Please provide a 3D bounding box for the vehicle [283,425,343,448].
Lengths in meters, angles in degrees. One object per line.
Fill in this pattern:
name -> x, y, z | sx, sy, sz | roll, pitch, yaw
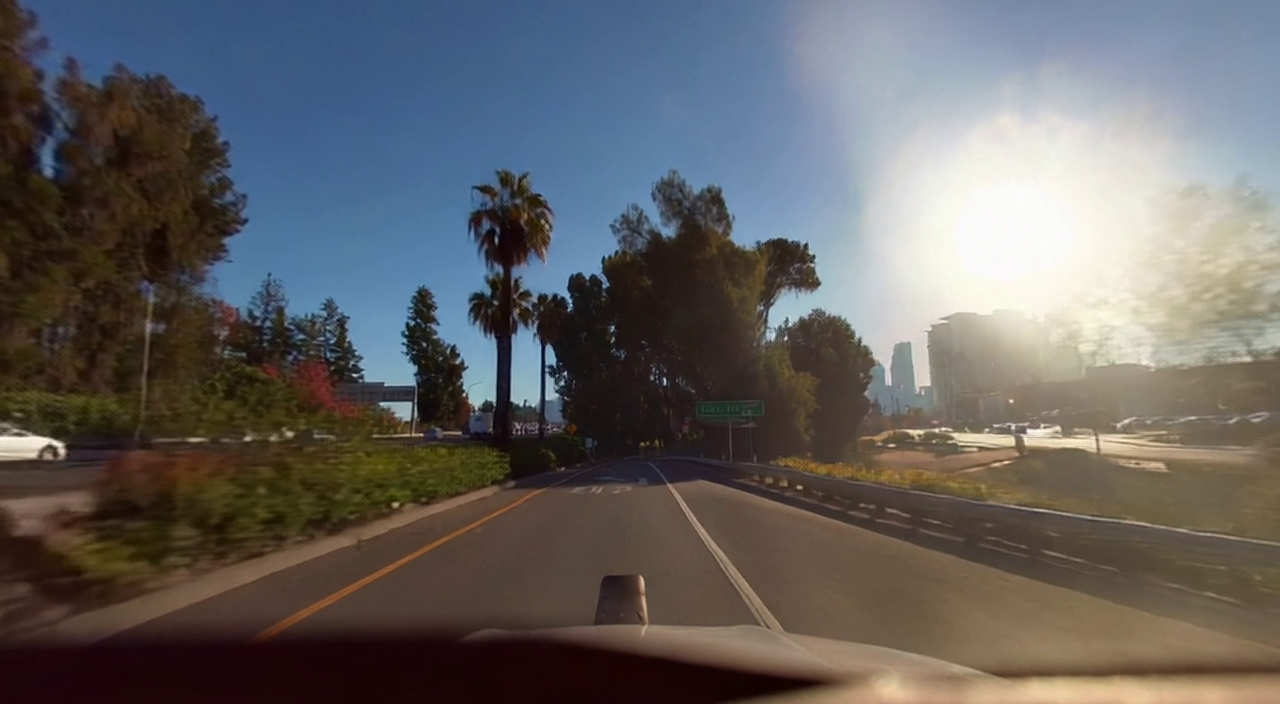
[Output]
vehicle -> -22.700, 5.882, 44.015 | 1.933, 1.496, 4.516 | 0, -8, -2
